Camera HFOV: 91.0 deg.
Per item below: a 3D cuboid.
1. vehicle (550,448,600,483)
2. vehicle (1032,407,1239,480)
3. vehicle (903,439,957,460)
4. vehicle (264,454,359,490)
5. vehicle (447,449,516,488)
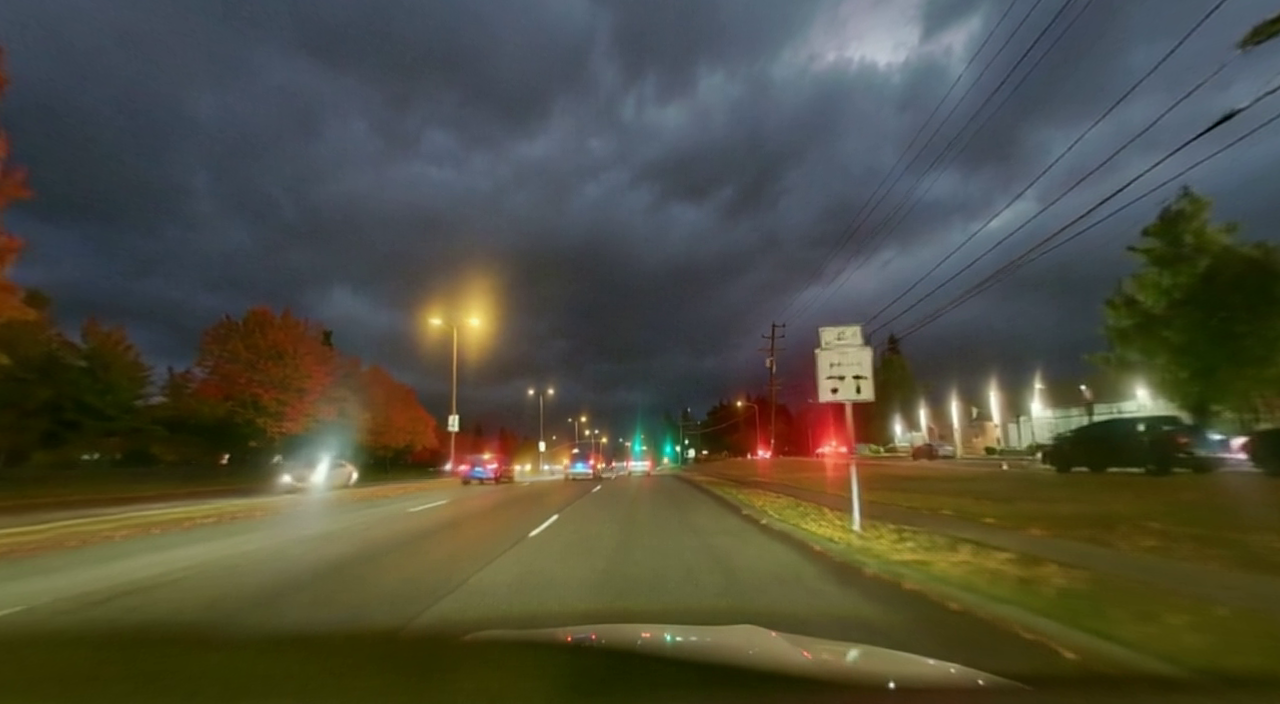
[{"bbox_3d":[-3.374,5.981,33.450,2.085,1.663,4.513,0,-9,1],"label":"vehicle"},{"bbox_3d":[13.082,2.408,16.994,1.862,1.559,3.959,-4,-6,-11],"label":"vehicle"},{"bbox_3d":[22.147,7.466,48.257,1.884,1.532,4.745,0,-9,1],"label":"vehicle"},{"bbox_3d":[-15.790,5.761,30.640,1.969,1.503,4.797,0,-9,1],"label":"vehicle"},{"bbox_3d":[-7.092,5.223,28.659,1.932,1.596,4.247,0,-9,1],"label":"vehicle"}]
